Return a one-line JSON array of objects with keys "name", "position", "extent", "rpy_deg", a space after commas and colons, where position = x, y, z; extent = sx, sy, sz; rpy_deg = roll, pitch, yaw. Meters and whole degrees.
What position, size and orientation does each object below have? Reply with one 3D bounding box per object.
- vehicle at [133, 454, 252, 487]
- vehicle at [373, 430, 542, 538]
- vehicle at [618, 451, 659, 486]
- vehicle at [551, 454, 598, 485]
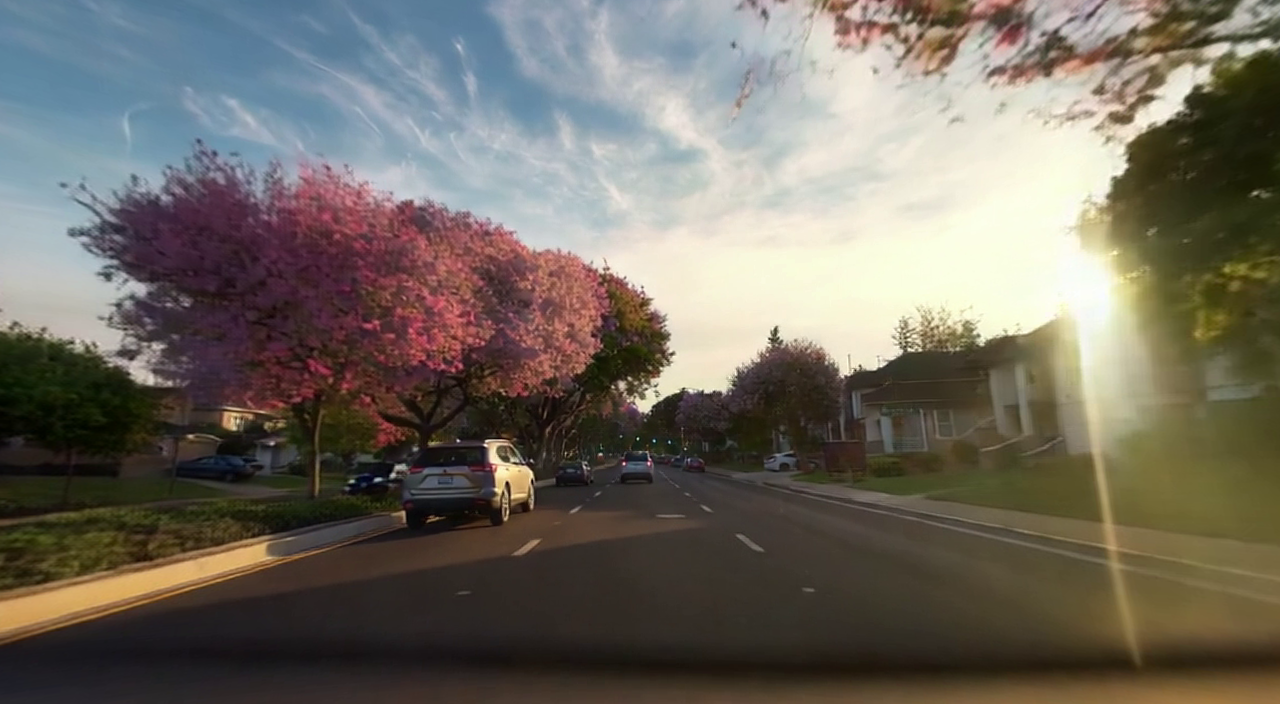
[{"name": "vehicle", "position": [-28.648, 7.575, 40.669], "extent": [5.692, 1.926, 2.274], "rpy_deg": [3, -9, -18]}, {"name": "vehicle", "position": [-3.682, 2.742, 13.875], "extent": [2.161, 1.919, 4.798], "rpy_deg": [0, -8, 1]}, {"name": "vehicle", "position": [-0.049, 6.044, 32.995], "extent": [1.997, 1.636, 3.760], "rpy_deg": [0, -8, 0]}, {"name": "vehicle", "position": [-3.537, 6.404, 34.679], "extent": [2.066, 1.565, 3.905], "rpy_deg": [0, -8, 2]}]
